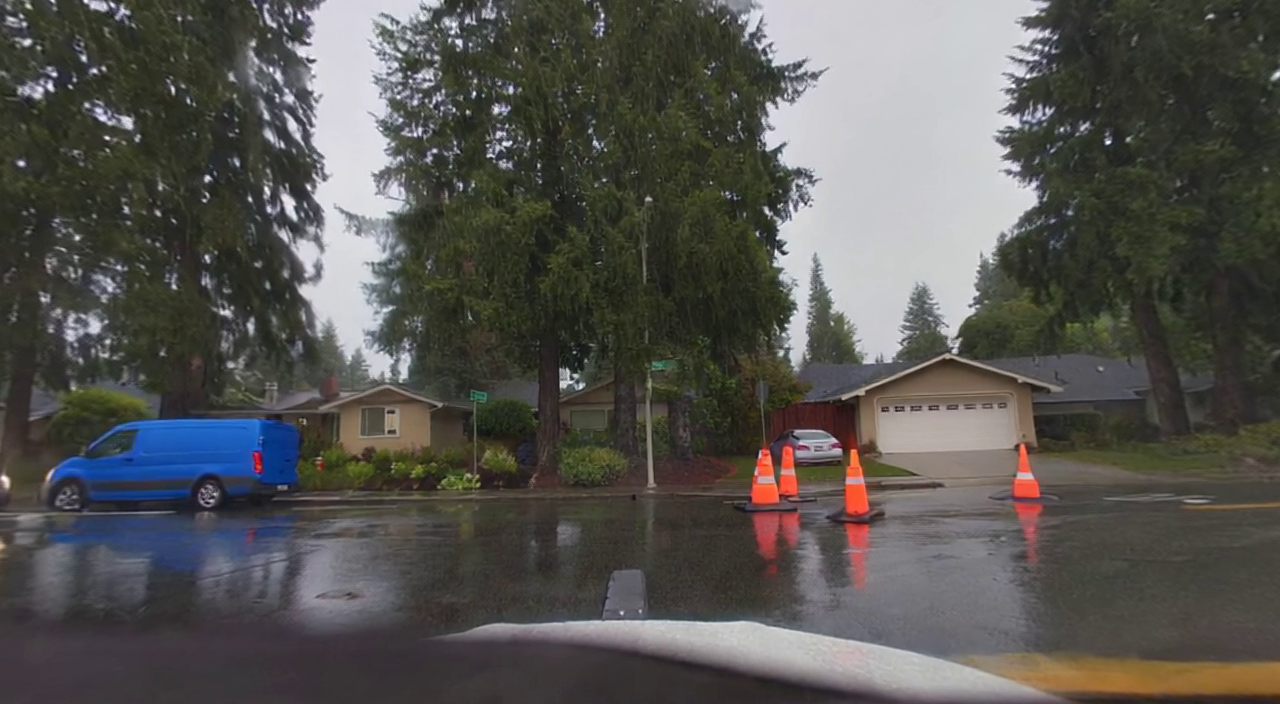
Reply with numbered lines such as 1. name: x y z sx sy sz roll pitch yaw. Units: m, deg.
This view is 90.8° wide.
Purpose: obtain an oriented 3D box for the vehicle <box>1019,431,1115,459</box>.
1. vehicle: 22.779 4.992 33.773 3.863 1.453 1.826 1 -9 -5

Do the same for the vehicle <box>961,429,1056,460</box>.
1. vehicle: 24.286 6.083 41.692 4.984 1.912 2.132 1 -8 -6

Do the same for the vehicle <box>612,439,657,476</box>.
1. vehicle: -0.293 4.672 28.152 1.648 1.430 3.654 4 -9 -4

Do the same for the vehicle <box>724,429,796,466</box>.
1. vehicle: 5.347 4.339 28.698 2.007 1.555 4.204 1 -9 -7

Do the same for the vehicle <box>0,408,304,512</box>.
1. vehicle: -14.100 3.024 17.625 7.824 2.323 2.863 -3 -10 -2

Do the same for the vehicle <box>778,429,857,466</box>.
1. vehicle: 8.060 4.401 29.141 1.893 1.529 4.422 1 -9 -7

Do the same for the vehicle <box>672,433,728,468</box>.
1. vehicle: 2.614 4.437 28.590 1.745 1.461 4.074 1 -9 -6

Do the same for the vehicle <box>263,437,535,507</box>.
1. vehicle: -6.499 3.367 18.084 6.643 1.777 2.925 1 -9 -4
